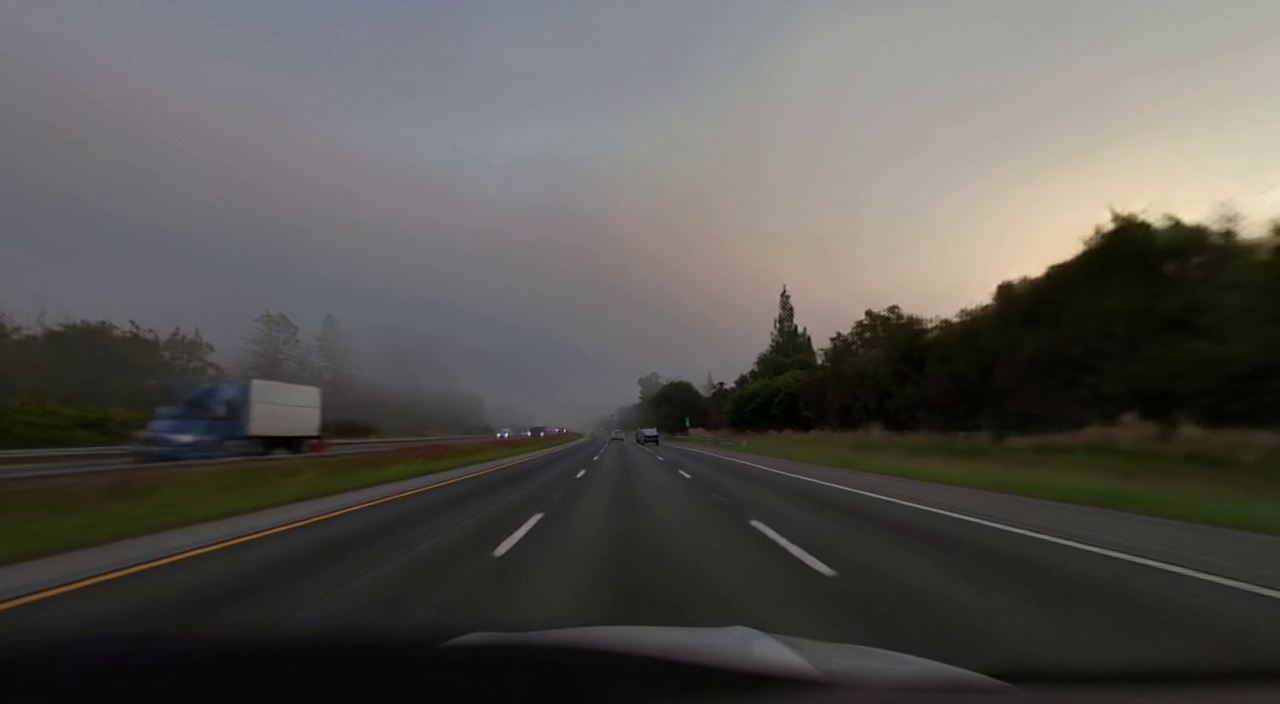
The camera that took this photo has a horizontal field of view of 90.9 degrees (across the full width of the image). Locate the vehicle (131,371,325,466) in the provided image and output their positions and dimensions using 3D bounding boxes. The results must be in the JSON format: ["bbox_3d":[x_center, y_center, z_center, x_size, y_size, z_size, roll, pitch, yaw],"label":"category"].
[{"bbox_3d":[-19.909,3.467,31.667,2.945,3.987,10.214,0,-8,-1],"label":"vehicle"}]
